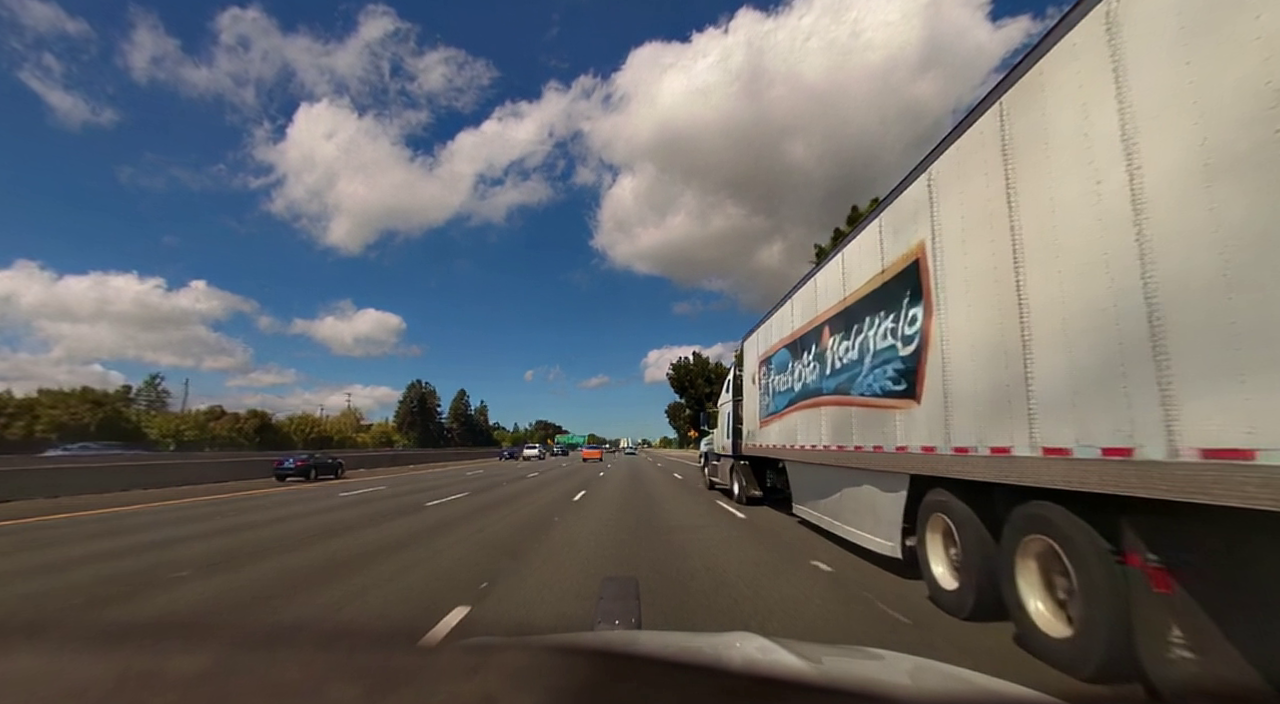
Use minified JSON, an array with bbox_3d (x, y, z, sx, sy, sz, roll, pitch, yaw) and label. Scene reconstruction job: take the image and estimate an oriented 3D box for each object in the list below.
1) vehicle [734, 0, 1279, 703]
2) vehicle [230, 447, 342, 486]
[{"bbox_3d":[4.217,0.628,9.060,3.140,4.100,15.551,0,-9,-1],"label":"vehicle"},{"bbox_3d":[-14.706,4.741,26.609,1.982,1.471,4.747,0,-9,0],"label":"vehicle"}]
